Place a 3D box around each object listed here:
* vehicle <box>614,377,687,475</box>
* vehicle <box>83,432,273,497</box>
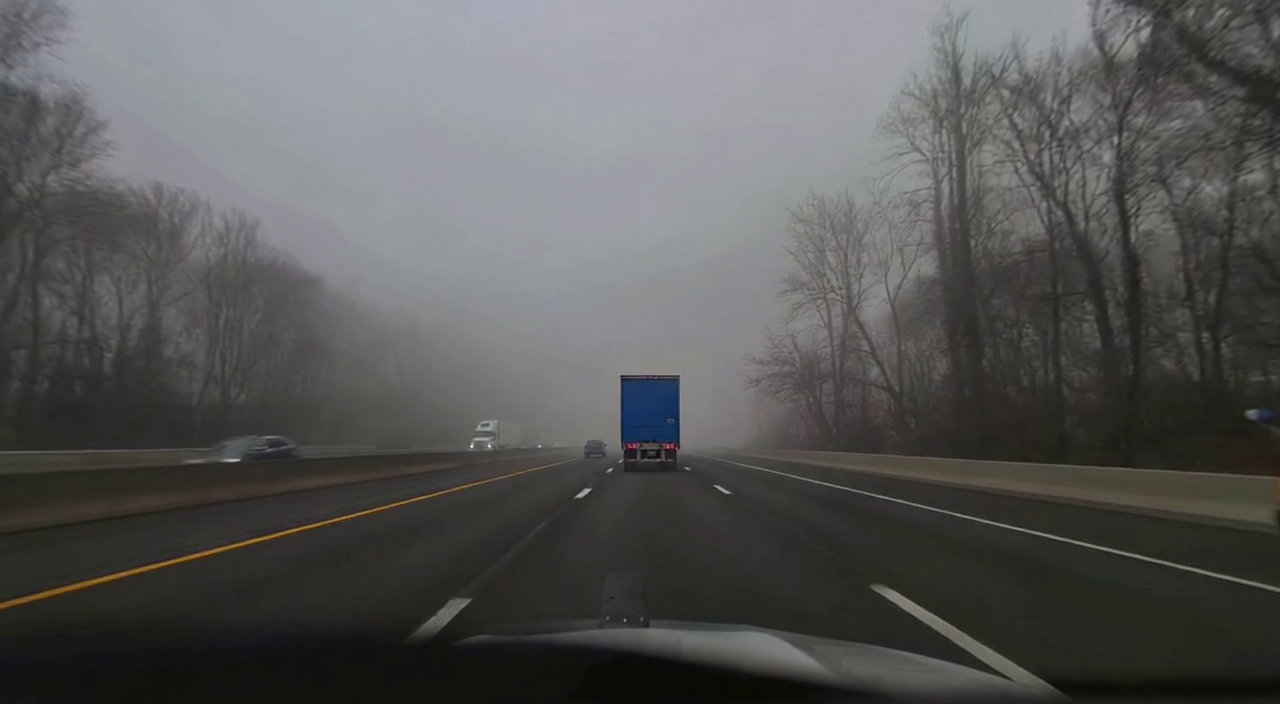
[{"bbox_3d":[0.479,3.812,31.275,3.010,4.039,10.481,0,-8,0],"label":"vehicle"},{"bbox_3d":[-13.151,3.206,18.334,2.041,1.648,4.501,0,-8,1],"label":"vehicle"}]
